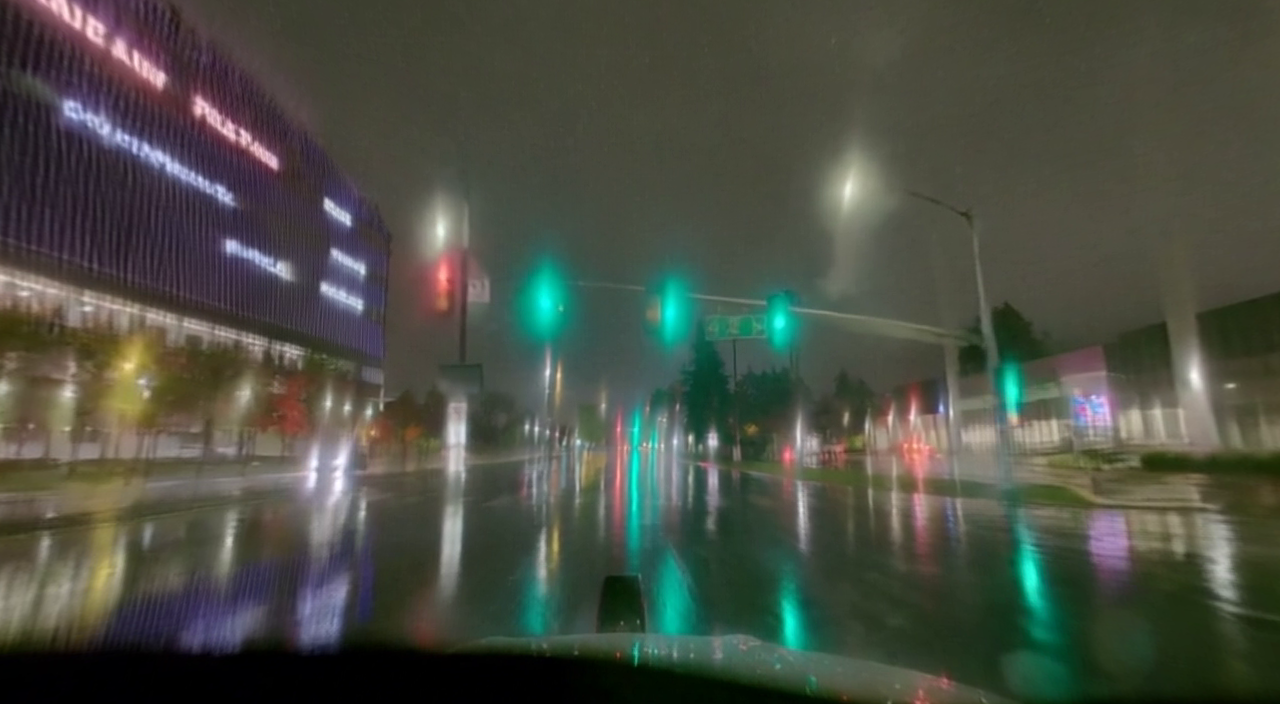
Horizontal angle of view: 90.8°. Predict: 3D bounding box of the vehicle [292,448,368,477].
[{"bbox_3d":[-16.782,5.984,34.491,1.924,1.434,4.456,0,-9,-1],"label":"vehicle"}]
